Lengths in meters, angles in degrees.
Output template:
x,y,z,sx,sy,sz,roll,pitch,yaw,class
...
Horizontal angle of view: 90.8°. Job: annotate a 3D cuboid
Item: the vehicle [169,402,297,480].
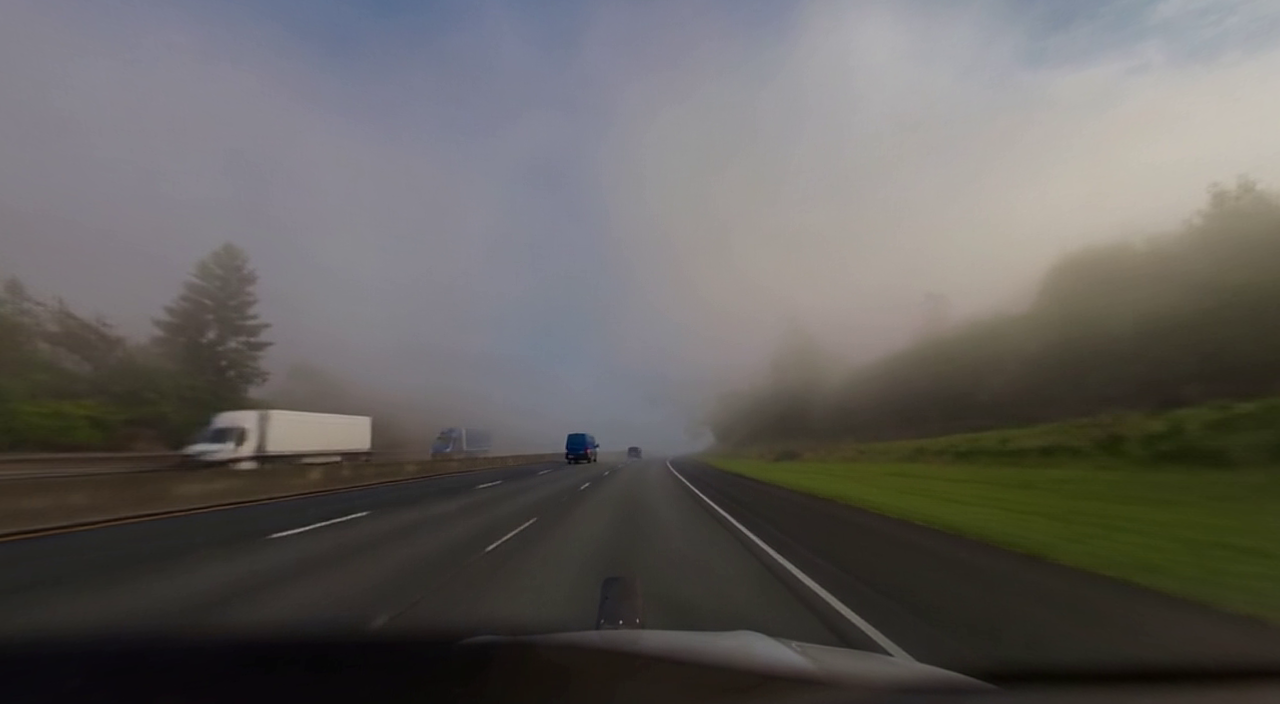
x,y,z,sx,sy,sz,roll,pitch,yaw,class
-22.712,5.071,35.707,2.978,3.973,5.910,-1,-9,2,vehicle
